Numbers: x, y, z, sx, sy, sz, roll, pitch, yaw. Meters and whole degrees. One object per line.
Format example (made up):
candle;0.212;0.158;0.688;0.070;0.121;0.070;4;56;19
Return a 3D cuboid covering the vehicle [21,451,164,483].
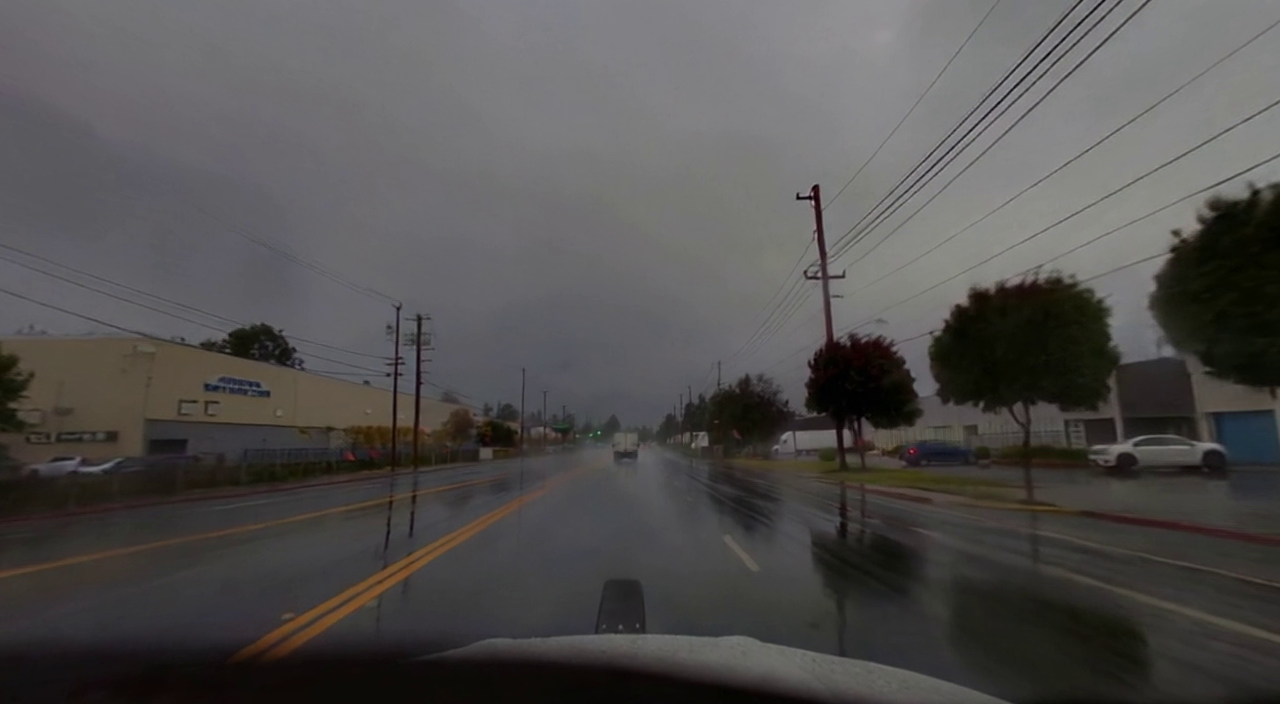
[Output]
vehicle;-26.384;5.537;30.619;4.728;1.431;2.287;0;-9;-2

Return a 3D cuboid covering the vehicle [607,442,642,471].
vehicle;-0.875;6.149;37.170;1.937;1.588;3.746;0;-9;0

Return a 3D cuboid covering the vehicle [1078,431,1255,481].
vehicle;23.366;4.647;28.263;5.669;2.073;2.297;-1;-9;2
